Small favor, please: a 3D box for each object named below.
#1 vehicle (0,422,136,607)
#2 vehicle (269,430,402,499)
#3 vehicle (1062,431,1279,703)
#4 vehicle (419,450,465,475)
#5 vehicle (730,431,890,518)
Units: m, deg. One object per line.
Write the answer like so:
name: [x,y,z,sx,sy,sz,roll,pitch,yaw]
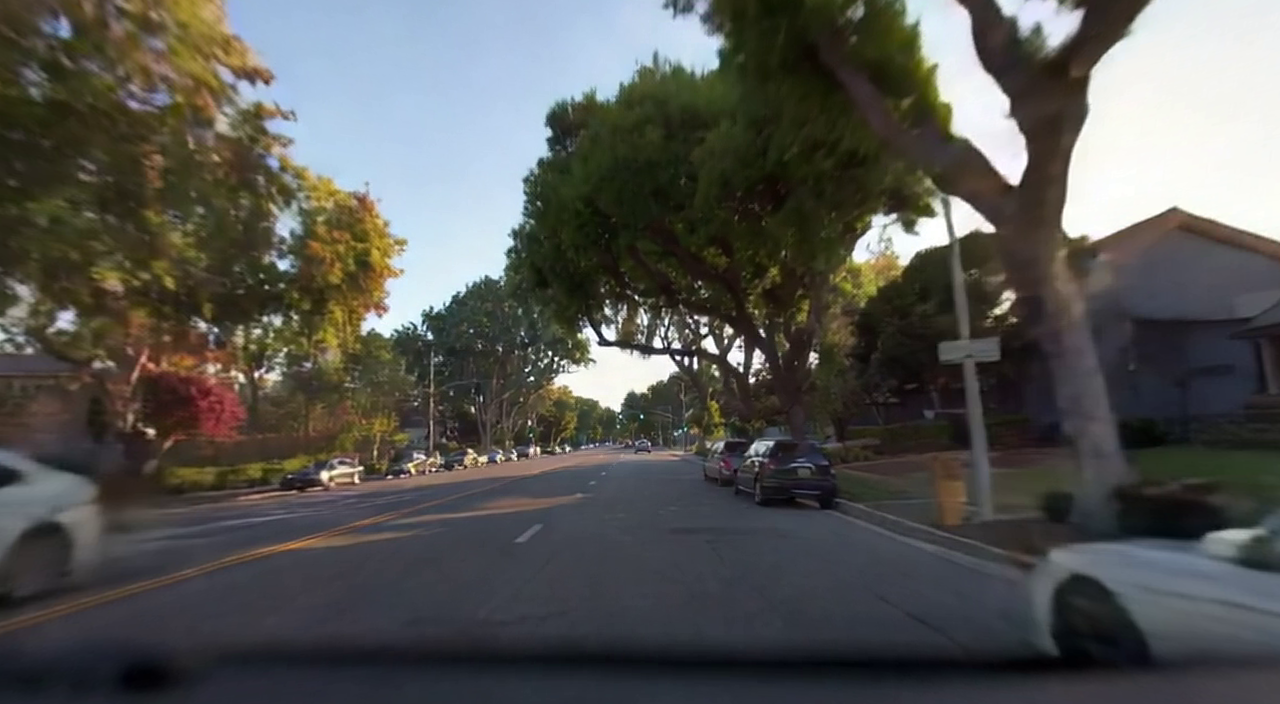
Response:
vehicle: [-7.101,1.352,4.736,2.120,1.726,5.445,0,-9,0]
vehicle: [-10.049,3.733,21.363,2.202,2.036,4.710,0,-9,-1]
vehicle: [3.483,0.828,0.974,2.158,1.477,5.135,0,-9,1]
vehicle: [-13.968,7.780,44.819,1.876,1.495,4.647,-4,-9,-2]
vehicle: [3.474,2.635,14.164,2.034,1.551,5.272,0,-9,-1]
